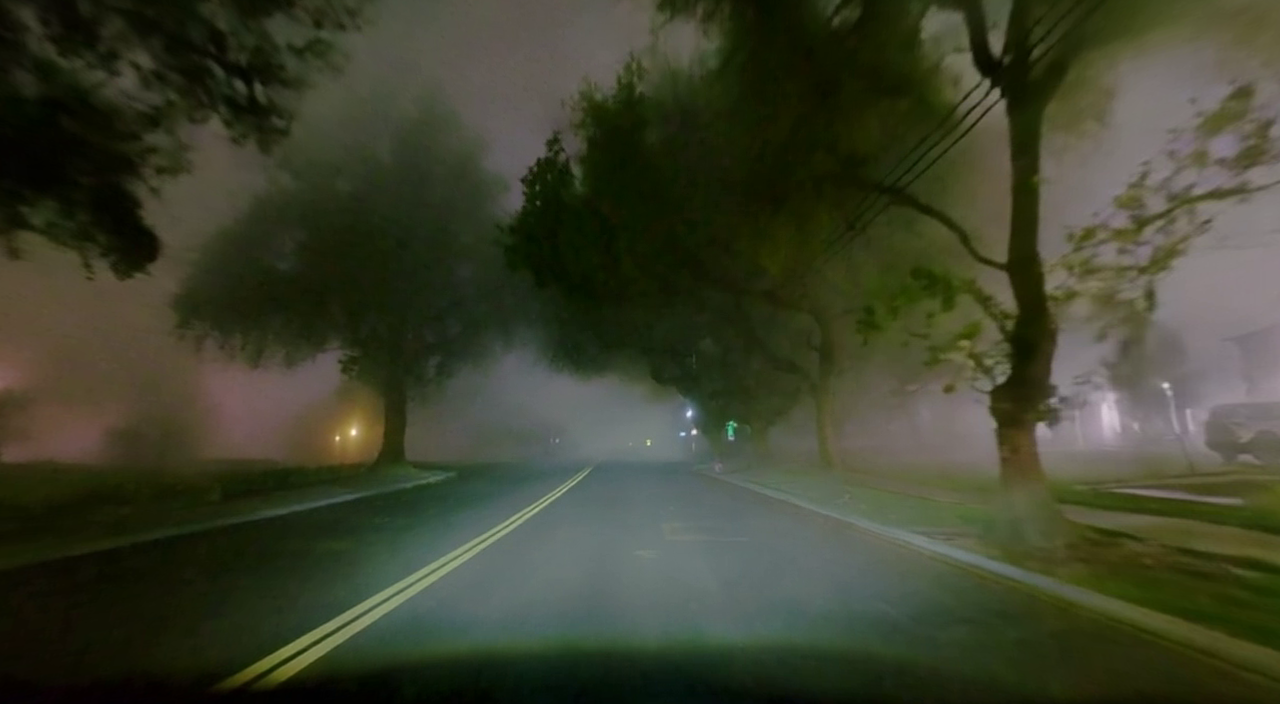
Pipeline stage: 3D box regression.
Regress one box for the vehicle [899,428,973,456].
[{"bbox_3d":[16.331,5.032,35.050,1.783,1.431,4.757,0,-9,0],"label":"vehicle"}]
